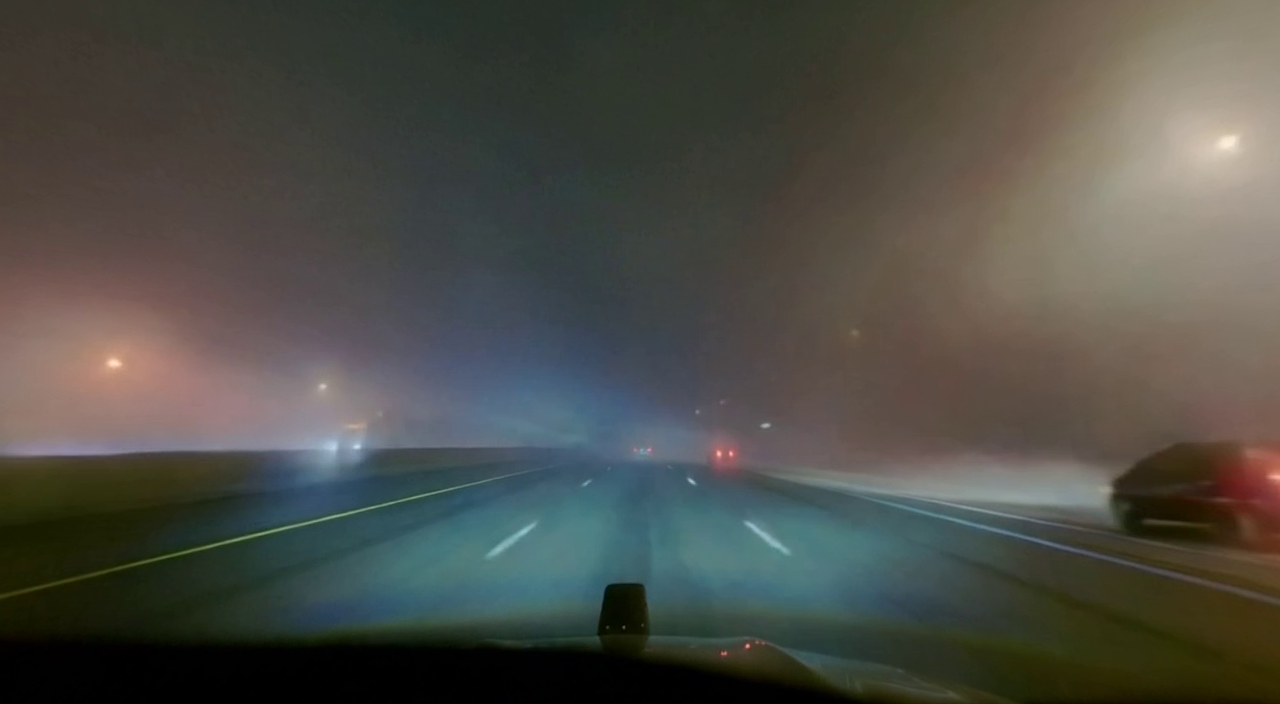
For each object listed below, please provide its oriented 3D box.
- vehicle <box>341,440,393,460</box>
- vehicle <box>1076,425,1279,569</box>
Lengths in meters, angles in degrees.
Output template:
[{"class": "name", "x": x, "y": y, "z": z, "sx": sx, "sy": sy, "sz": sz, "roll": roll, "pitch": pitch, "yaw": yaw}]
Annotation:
[{"class": "vehicle", "x": -21.523, "y": 7.724, "z": 49.915, "sx": 1.936, "sy": 1.478, "sz": 4.875, "roll": 0, "pitch": -8, "yaw": 1}, {"class": "vehicle", "x": 7.838, "y": 1.654, "z": 7.423, "sx": 2.031, "sy": 1.524, "sz": 4.657, "roll": 0, "pitch": -8, "yaw": 0}]
